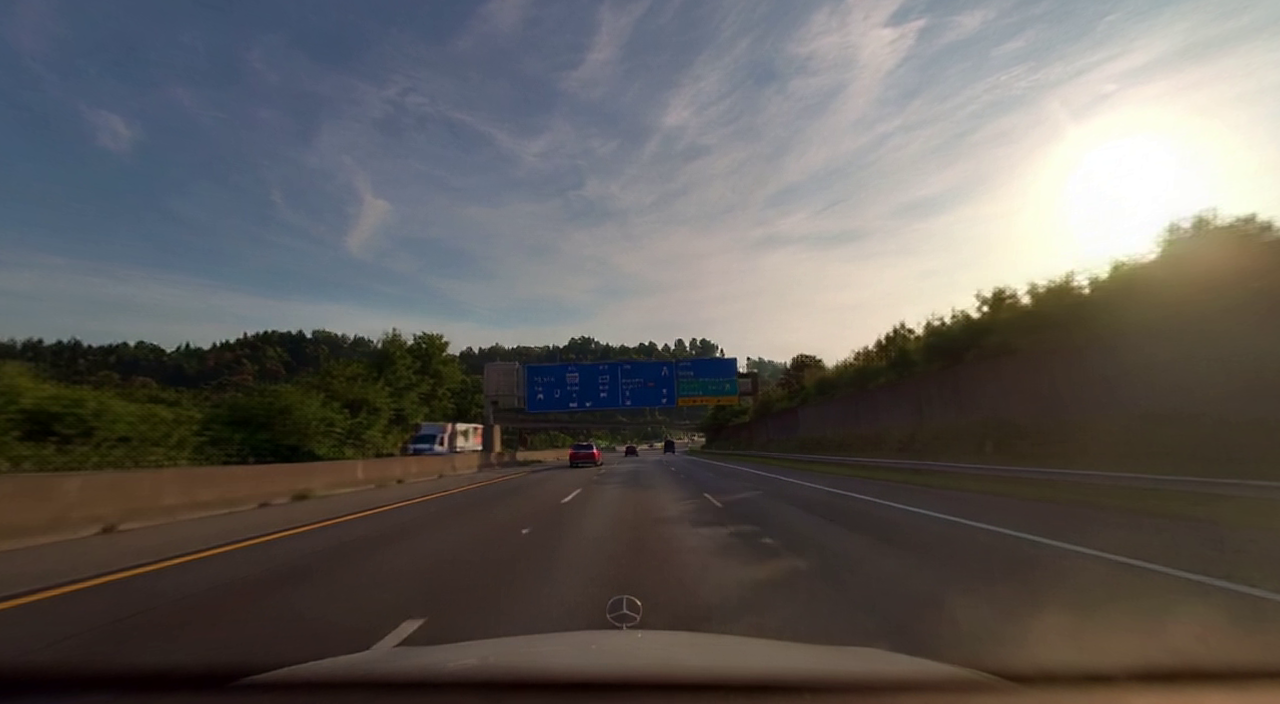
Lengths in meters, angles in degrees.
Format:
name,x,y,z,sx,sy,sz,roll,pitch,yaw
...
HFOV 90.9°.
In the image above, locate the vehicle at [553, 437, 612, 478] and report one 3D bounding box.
name,x,y,z,sx,sy,sz,roll,pitch,yaw
vehicle,-2.460,4.677,28.119,2.183,1.662,3.968,0,-9,1
